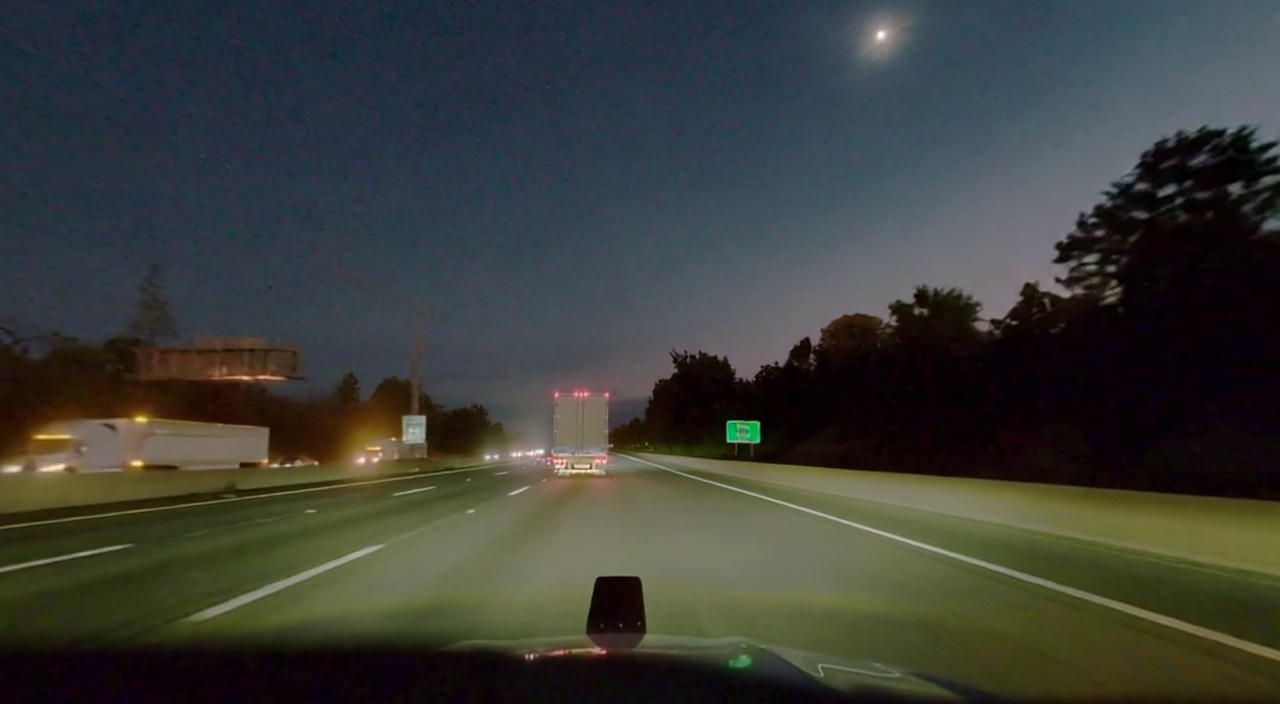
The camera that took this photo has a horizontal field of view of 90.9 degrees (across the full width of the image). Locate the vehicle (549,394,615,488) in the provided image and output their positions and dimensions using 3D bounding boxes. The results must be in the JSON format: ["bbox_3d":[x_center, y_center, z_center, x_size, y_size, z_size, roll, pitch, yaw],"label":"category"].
[{"bbox_3d":[-2.908,4.860,33.842,2.875,4.056,12.312,0,-9,-3],"label":"vehicle"}]

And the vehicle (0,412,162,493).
[{"bbox_3d":[-28.937,5.236,32.962,2.974,3.835,6.127,0,-9,-2],"label":"vehicle"}]

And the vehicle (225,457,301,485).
[{"bbox_3d":[-21.571,6.809,36.250,1.742,1.441,4.375,0,-9,-2],"label":"vehicle"}]
